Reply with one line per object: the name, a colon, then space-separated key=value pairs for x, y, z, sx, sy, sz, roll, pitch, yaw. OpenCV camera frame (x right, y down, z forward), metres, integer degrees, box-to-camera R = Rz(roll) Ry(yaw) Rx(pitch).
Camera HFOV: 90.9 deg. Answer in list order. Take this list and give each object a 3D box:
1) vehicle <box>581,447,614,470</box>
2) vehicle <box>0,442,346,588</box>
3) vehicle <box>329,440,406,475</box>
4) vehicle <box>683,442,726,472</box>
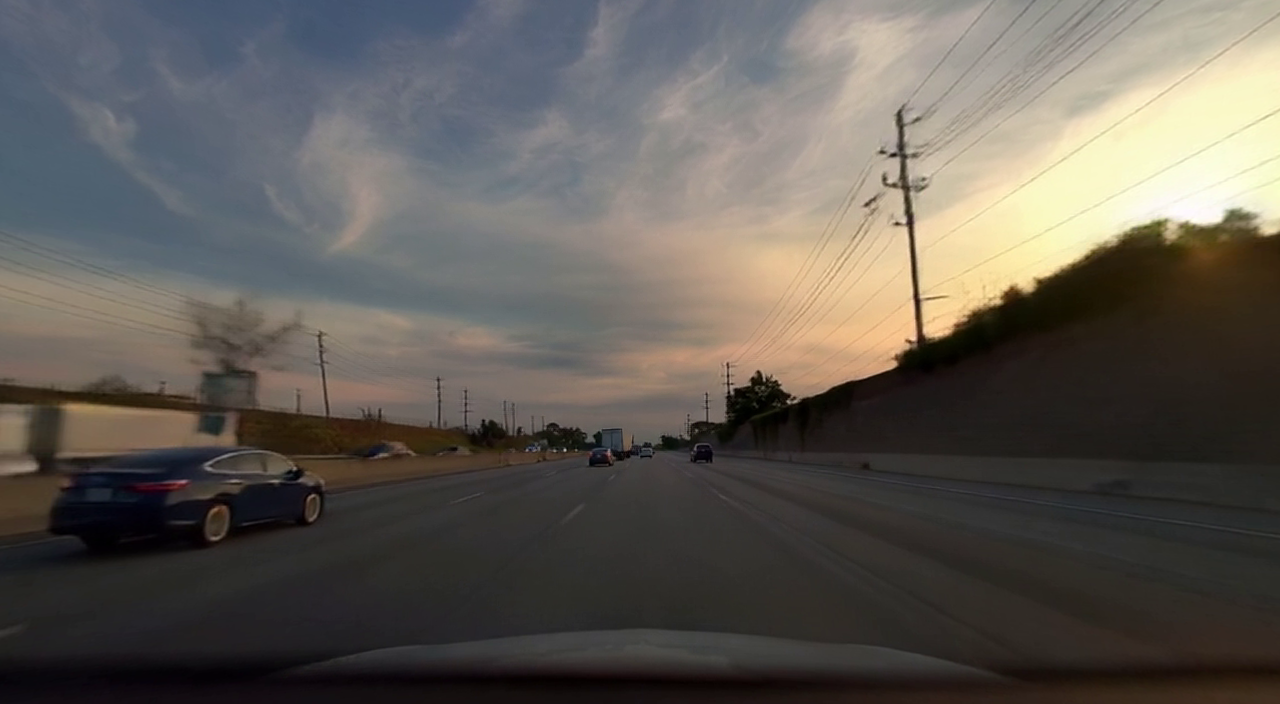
vehicle: x=-2.892 y=7.394 z=43.750 sx=2.004 sy=1.498 sz=4.043 roll=0 pitch=-9 yaw=0
vehicle: x=-6.467 y=2.037 z=8.907 sx=2.127 sy=1.446 sz=5.008 roll=0 pitch=-9 yaw=1
vehicle: x=-14.895 y=5.809 z=34.783 sx=2.134 sy=1.785 sz=4.629 roll=0 pitch=-9 yaw=1
vehicle: x=4.146 y=6.808 z=41.105 sx=2.214 sy=1.799 sz=4.627 roll=0 pitch=-9 yaw=-1
